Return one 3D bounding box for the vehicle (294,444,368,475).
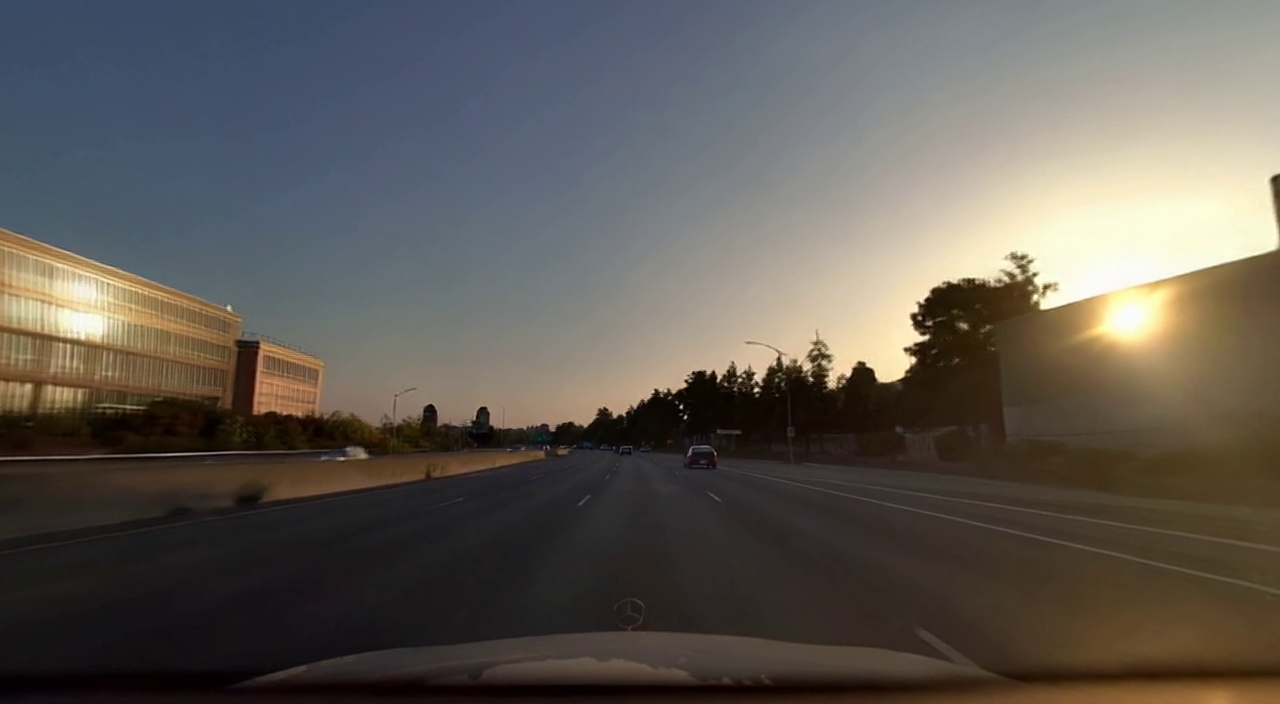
[{"bbox_3d":[-16.692,5.802,34.279,1.986,1.552,4.014,0,-9,0],"label":"vehicle"}]

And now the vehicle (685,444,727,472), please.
[{"bbox_3d":[3.776,6.134,36.665,1.926,1.477,4.025,0,-9,-2],"label":"vehicle"}]
